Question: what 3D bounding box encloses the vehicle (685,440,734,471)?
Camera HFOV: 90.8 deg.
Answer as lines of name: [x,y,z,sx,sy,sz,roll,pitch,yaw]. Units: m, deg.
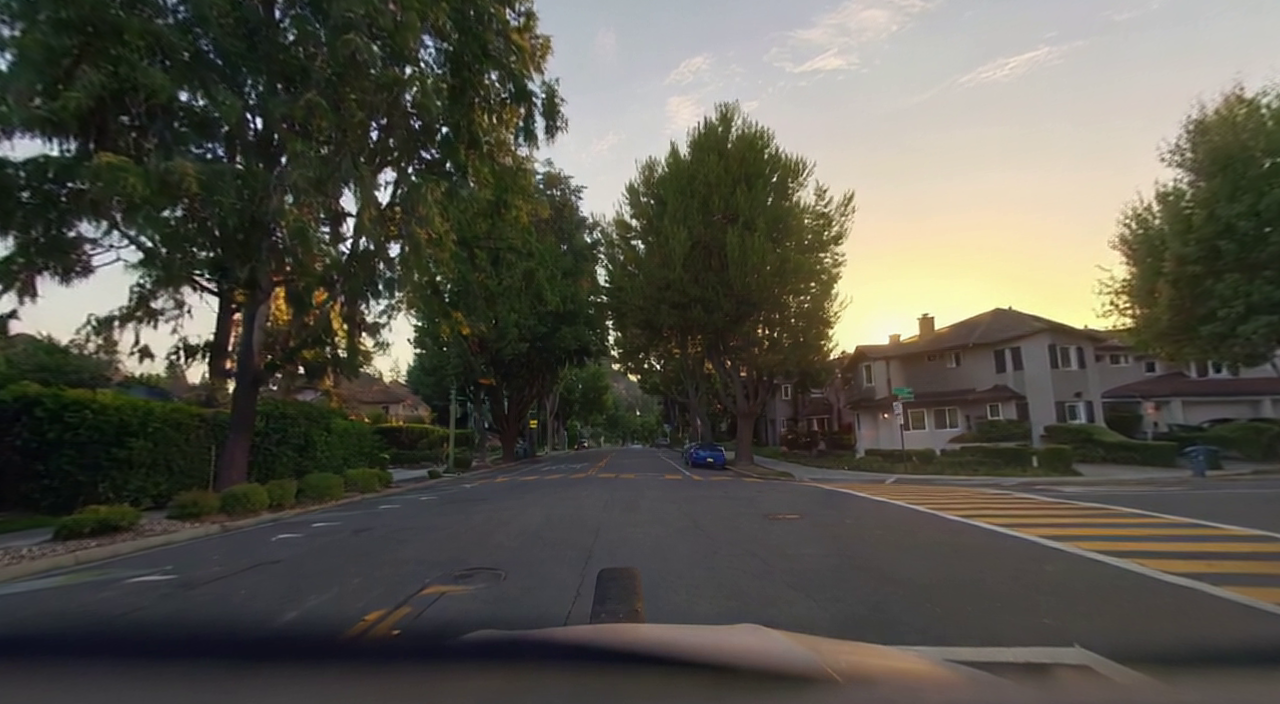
vehicle: [3.583,5.427,33.384,1.961,1.472,4.434,0,-8,-2]
